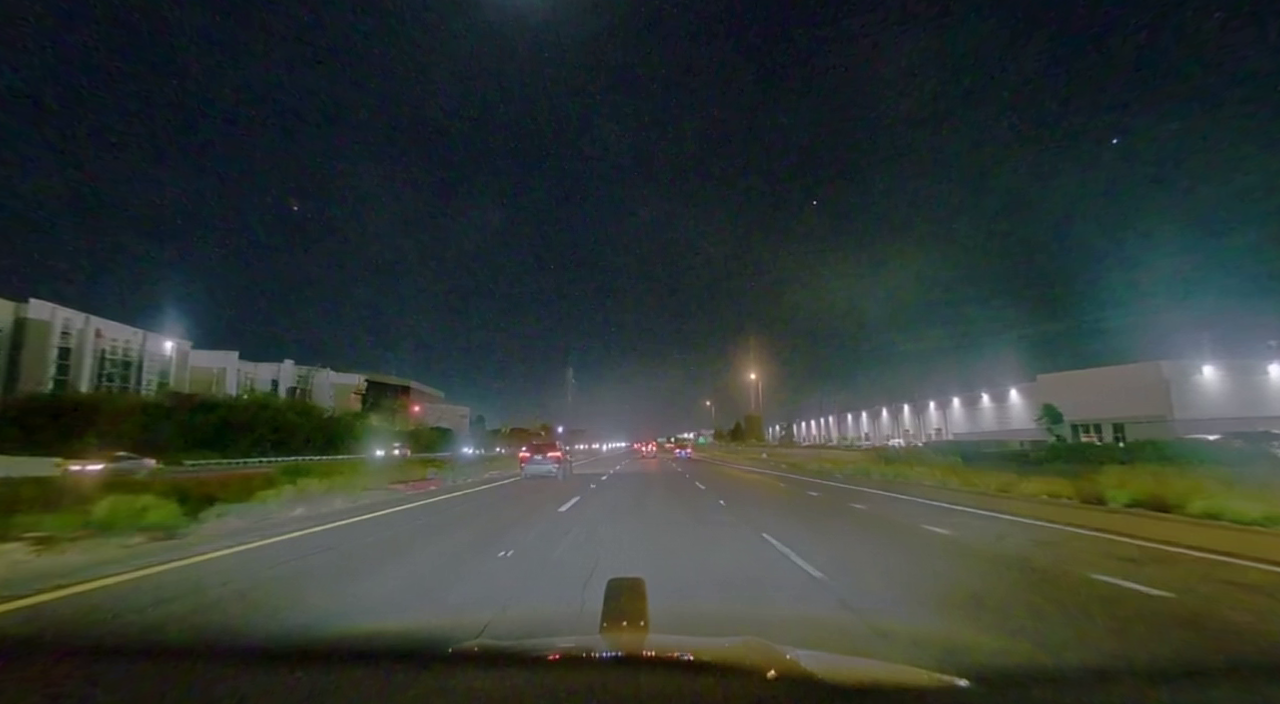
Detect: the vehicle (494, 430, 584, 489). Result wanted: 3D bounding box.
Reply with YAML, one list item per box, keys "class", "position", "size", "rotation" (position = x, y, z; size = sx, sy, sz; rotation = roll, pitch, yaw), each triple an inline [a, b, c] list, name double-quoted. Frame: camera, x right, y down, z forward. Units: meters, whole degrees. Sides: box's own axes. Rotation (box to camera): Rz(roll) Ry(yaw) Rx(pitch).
- class: "vehicle"
  position: [-3.433, 3.801, 22.484]
  size: [2.218, 1.850, 4.774]
  rotation: [0, -9, 2]

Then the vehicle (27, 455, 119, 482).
- class: "vehicle"
  position: [-31.772, 6.525, 35.482]
  size: [1.692, 1.333, 3.755]
  rotation: [0, -9, 0]
